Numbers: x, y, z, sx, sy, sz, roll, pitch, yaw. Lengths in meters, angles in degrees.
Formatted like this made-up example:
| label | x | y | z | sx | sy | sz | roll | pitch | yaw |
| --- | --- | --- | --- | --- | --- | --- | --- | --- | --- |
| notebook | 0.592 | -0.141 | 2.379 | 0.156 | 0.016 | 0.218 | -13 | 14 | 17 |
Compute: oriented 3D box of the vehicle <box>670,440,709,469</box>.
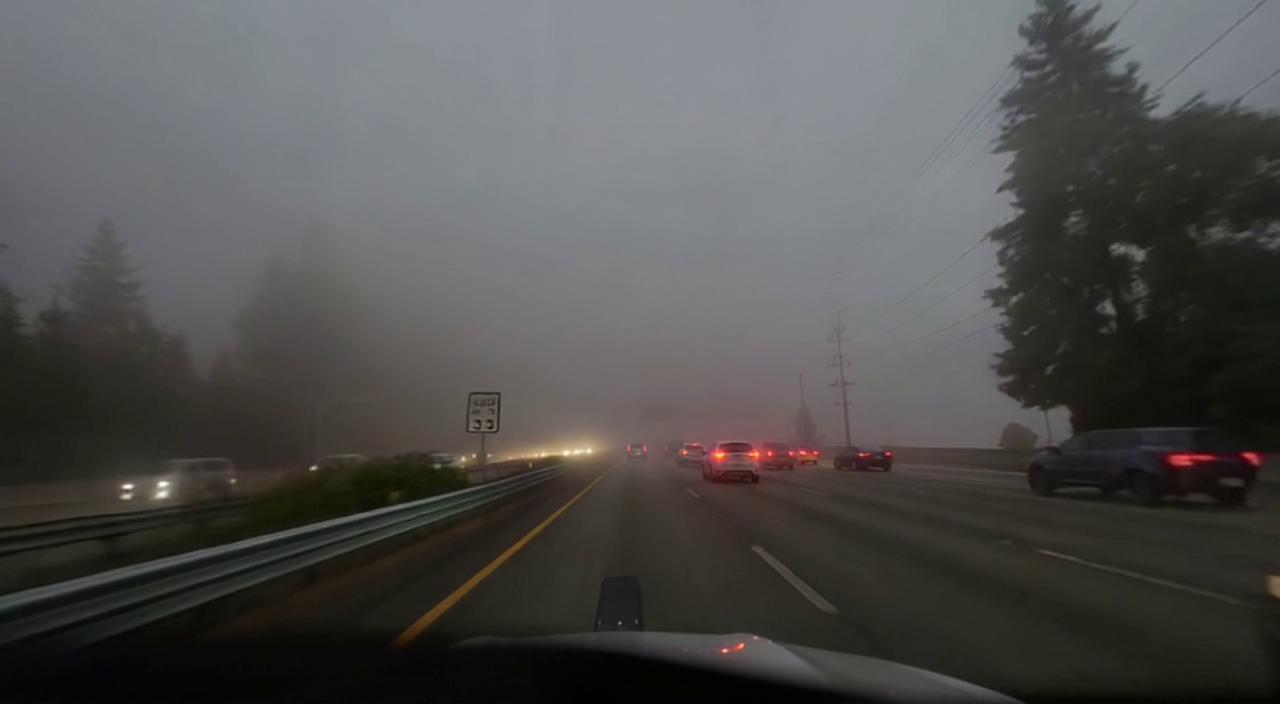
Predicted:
| label | x | y | z | sx | sy | sz | roll | pitch | yaw |
| --- | --- | --- | --- | --- | --- | --- | --- | --- | --- |
| vehicle | 3.173 | 6.709 | 41.449 | 2.111 | 1.755 | 4.459 | 0 | -8 | -2 |

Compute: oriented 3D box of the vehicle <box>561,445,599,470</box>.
| label | x | y | z | sx | sy | sz | roll | pitch | yaw |
| --- | --- | --- | --- | --- | --- | --- | --- | --- | --- |
| vehicle | -3.772 | 6.710 | 40.361 | 2.051 | 1.510 | 4.373 | 0 | -8 | 0 |

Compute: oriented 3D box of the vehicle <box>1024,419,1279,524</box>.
| label | x | y | z | sx | sy | sz | roll | pitch | yaw |
| --- | --- | --- | --- | --- | --- | --- | --- | --- | --- |
| vehicle | 10.242 | 2.309 | 12.682 | 2.154 | 1.725 | 4.381 | 0 | -8 | -1 |

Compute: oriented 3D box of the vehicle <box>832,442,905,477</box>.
| label | x | y | z | sx | sy | sz | roll | pitch | yaw |
| --- | --- | --- | --- | --- | --- | --- | --- | --- | --- |
| vehicle | 10.440 | 4.913 | 29.050 | 1.850 | 1.492 | 3.767 | 0 | -8 | -1 |

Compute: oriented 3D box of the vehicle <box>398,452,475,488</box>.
| label | x | y | z | sx | sy | sz | roll | pitch | yaw |
| --- | --- | --- | --- | --- | --- | --- | --- | --- | --- |
| vehicle | -8.900 | 5.173 | 27.944 | 1.920 | 1.415 | 4.383 | 0 | -9 | 1 |

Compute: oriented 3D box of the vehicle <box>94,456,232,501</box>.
| label | x | y | z | sx | sy | sz | roll | pitch | yaw |
| --- | --- | --- | --- | --- | --- | --- | --- | --- | --- |
| vehicle | -22.866 | 6.036 | 30.556 | 2.159 | 1.884 | 5.705 | 0 | -8 | 1 |

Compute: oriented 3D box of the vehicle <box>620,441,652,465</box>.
| label | x | y | z | sx | sy | sz | roll | pitch | yaw |
| --- | --- | --- | --- | --- | --- | --- | --- | --- | --- |
| vehicle | -0.311 | 7.763 | 48.485 | 2.314 | 1.796 | 4.254 | 0 | -8 | -1 |

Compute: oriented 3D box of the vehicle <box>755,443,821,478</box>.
| label | x | y | z | sx | sy | sz | roll | pitch | yaw |
| --- | --- | --- | --- | --- | --- | --- | --- | --- | --- |
| vehicle | 6.776 | 4.996 | 29.346 | 1.909 | 1.507 | 4.471 | 0 | -8 | -1 |

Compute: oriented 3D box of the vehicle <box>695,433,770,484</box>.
| label | x | y | z | sx | sy | sz | roll | pitch | yaw |
| --- | --- | --- | --- | --- | --- | --- | --- | --- | --- |
| vehicle | 3.537 | 4.188 | 25.016 | 2.138 | 1.826 | 4.783 | 0 | -8 | -1 |
